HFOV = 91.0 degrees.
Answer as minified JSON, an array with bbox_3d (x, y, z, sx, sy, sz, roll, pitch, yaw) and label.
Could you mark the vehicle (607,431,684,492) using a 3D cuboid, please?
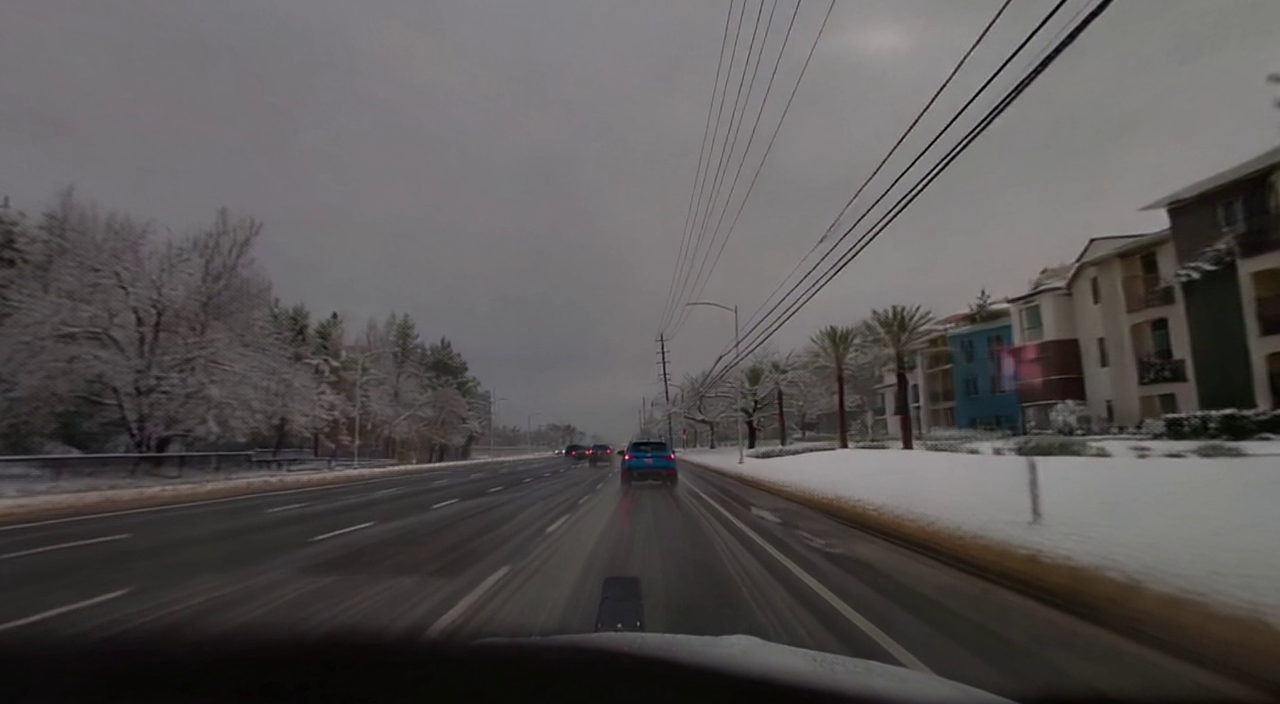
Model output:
[{"bbox_3d":[0.147,3.466,20.224,2.198,1.706,4.166,0,-9,0],"label":"vehicle"}]
